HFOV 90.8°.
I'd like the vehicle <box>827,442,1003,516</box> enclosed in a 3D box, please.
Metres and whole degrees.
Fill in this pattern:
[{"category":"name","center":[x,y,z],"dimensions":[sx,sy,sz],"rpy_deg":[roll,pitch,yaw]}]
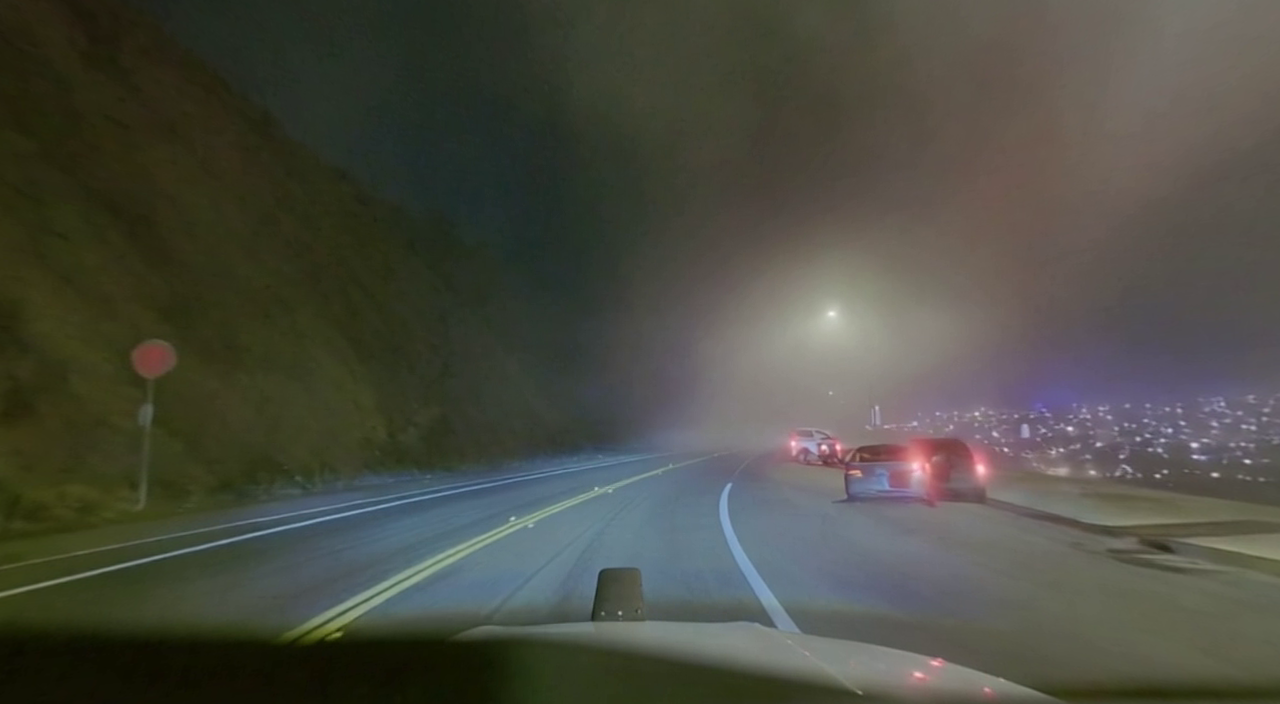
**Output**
[{"category":"vehicle","center":[7.332,3.238,16.640],"dimensions":[4.963,1.585,2.155],"rpy_deg":[7,-10,-38]}]

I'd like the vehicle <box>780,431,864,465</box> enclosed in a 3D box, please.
[{"category":"vehicle","center":[11.229,5.884,38.803],"dimensions":[5.214,1.905,2.077],"rpy_deg":[5,-10,-34]}]
